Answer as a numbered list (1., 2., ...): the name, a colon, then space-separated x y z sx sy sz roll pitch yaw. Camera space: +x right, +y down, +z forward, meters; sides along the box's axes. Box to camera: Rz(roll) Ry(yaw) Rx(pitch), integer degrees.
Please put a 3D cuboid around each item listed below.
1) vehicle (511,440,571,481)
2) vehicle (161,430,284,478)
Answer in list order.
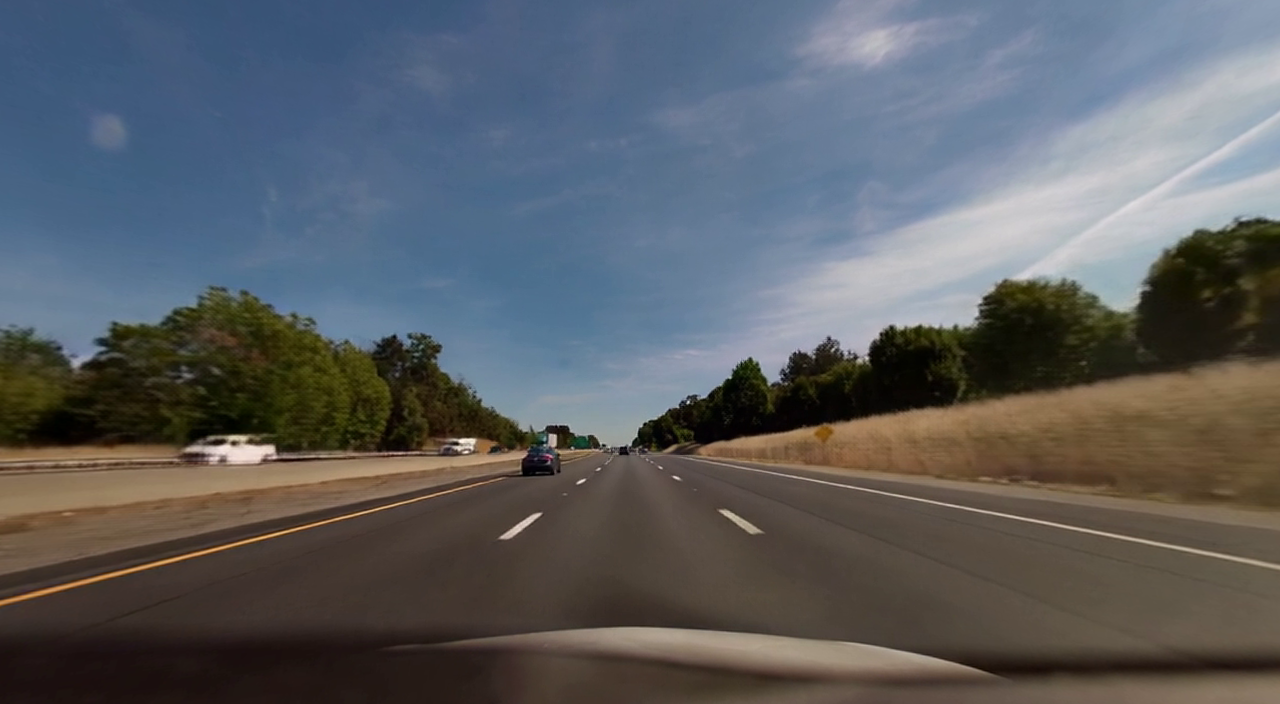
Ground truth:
1. vehicle: -4.495 5.005 29.325 2.111 1.717 4.426 0 -9 -1
2. vehicle: -17.408 4.293 26.556 1.952 1.807 4.846 0 -9 -2
